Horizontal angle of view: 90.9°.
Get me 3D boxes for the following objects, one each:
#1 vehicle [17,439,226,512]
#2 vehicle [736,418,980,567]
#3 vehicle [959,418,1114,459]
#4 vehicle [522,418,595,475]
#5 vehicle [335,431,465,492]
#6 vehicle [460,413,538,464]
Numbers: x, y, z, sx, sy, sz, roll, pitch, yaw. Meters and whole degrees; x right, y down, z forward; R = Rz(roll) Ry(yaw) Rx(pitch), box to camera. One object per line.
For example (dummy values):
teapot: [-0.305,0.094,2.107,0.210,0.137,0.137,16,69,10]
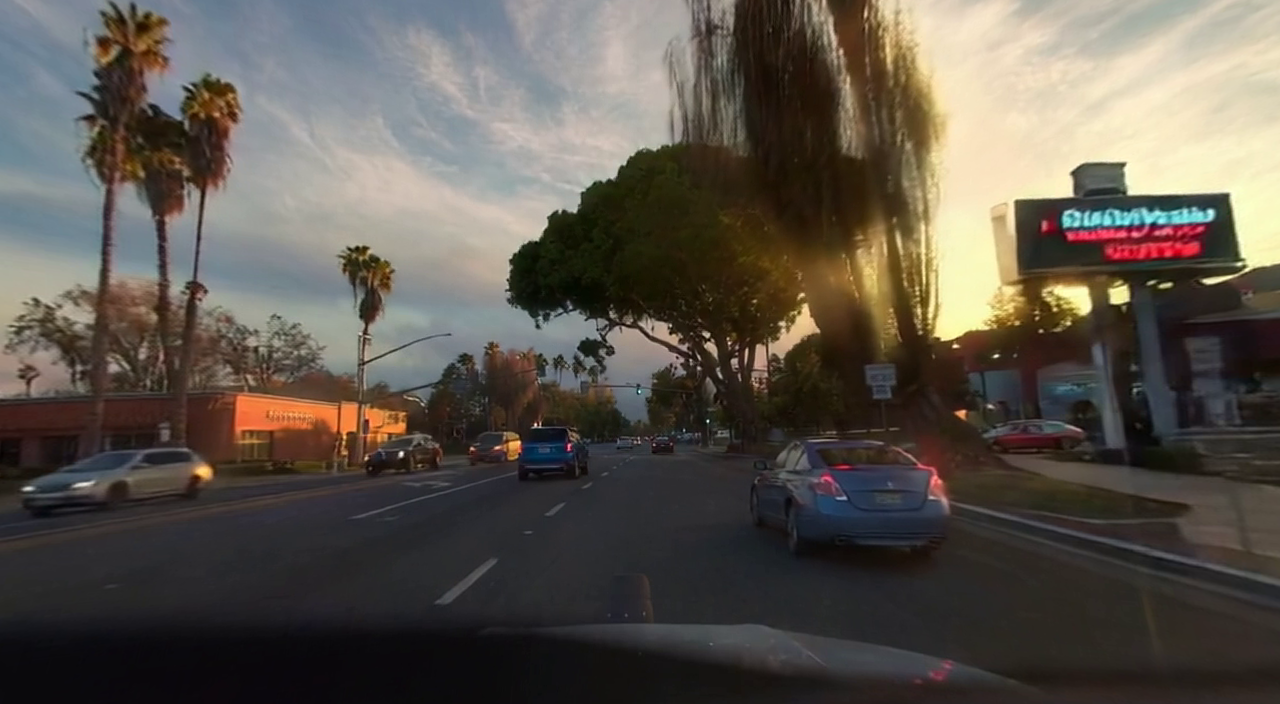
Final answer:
vehicle: [-14.264,3.373,17.793,1.961,1.757,4.557,0,-8,0]
vehicle: [2.529,1.746,8.626,1.919,1.472,4.470,-1,-8,3]
vehicle: [15.432,3.449,24.865,4.680,1.506,2.017,-2,-9,14]
vehicle: [-3.019,3.681,24.494,2.152,1.987,4.527,0,-8,1]
vehicle: [-6.487,3.006,17.603,1.751,1.445,4.340,0,-9,2]
vehicle: [-5.785,3.656,26.422,2.157,1.942,4.210,0,-9,2]
